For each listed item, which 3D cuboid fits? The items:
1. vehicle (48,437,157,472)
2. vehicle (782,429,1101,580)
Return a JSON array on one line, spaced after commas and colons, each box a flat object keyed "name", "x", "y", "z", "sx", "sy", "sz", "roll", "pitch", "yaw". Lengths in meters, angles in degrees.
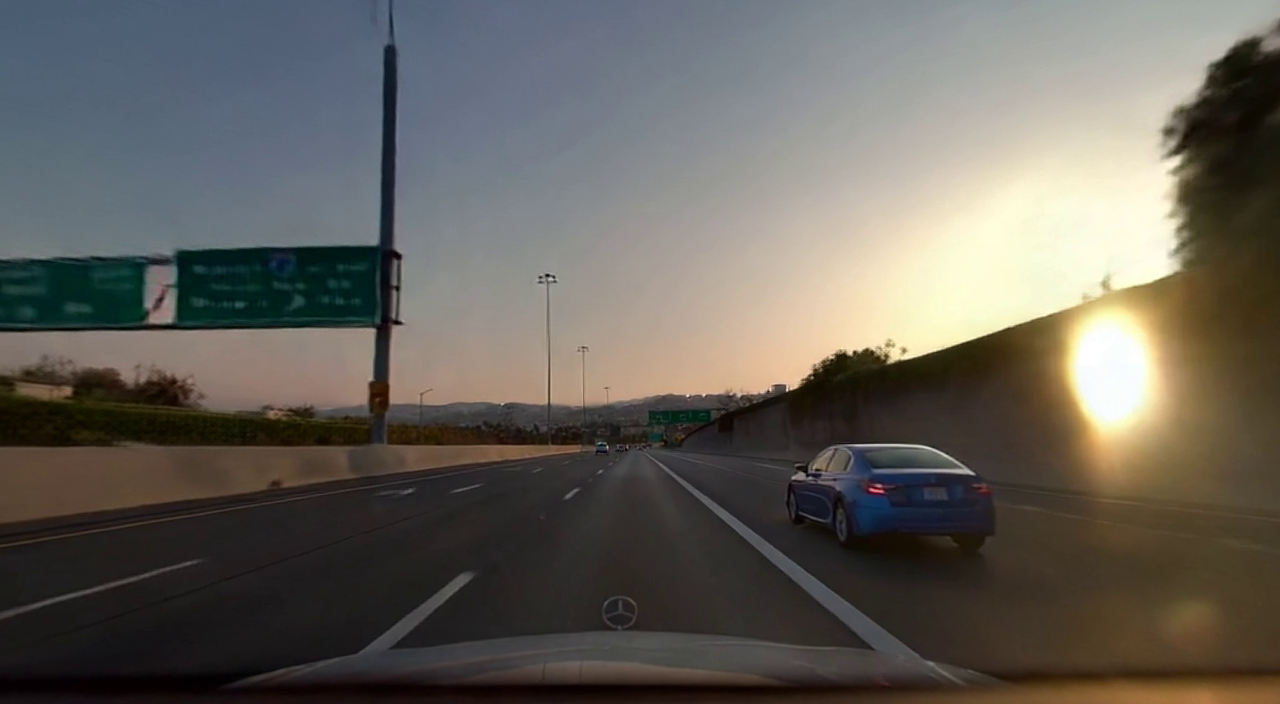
[{"name": "vehicle", "x": -26.918, "y": 5.118, "z": 31.850, "sx": 1.770, "sy": 1.589, "sz": 4.181, "roll": 0, "pitch": -8, "yaw": 0}, {"name": "vehicle", "x": 3.554, "y": 1.875, "z": 8.699, "sx": 1.989, "sy": 1.479, "sz": 4.670, "roll": 0, "pitch": -9, "yaw": -1}]
